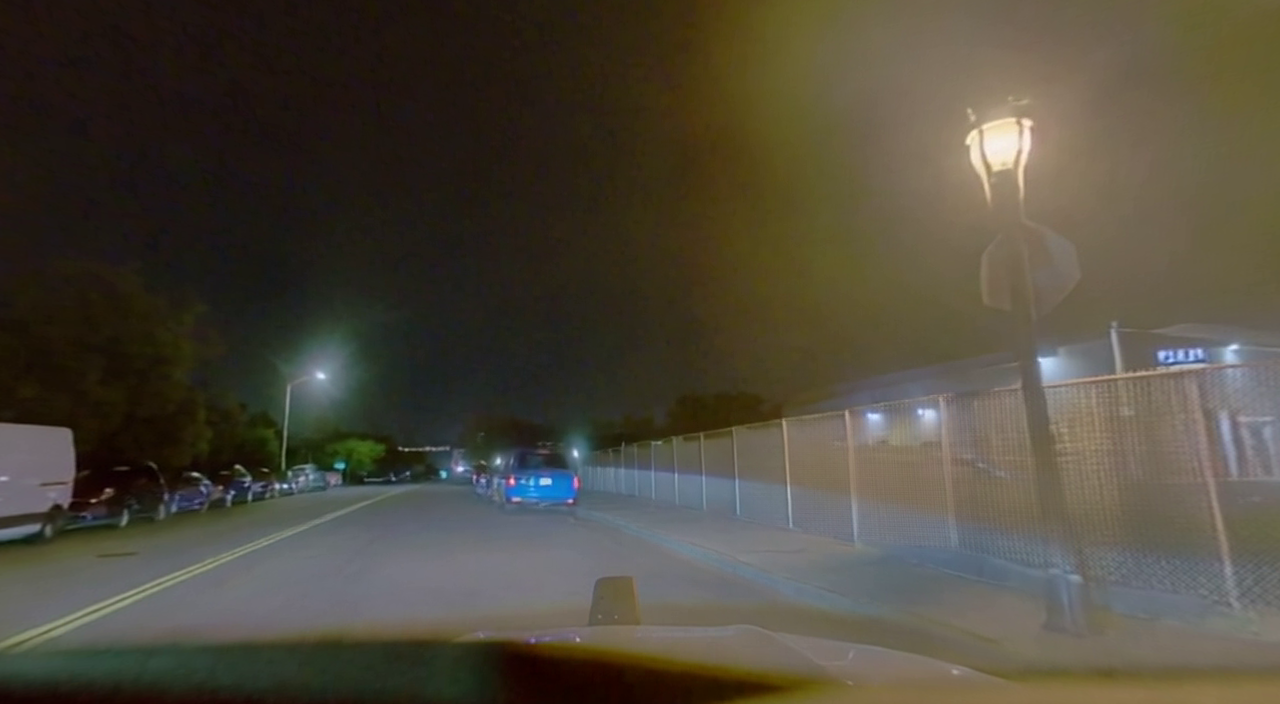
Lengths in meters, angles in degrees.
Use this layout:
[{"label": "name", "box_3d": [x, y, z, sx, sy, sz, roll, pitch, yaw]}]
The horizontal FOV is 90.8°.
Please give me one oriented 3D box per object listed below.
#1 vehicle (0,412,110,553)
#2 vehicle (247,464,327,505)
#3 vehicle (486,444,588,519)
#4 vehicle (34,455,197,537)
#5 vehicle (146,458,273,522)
[{"label": "vehicle", "box_3d": [-12.286, 2.478, 11.420, 2.435, 2.308, 4.937, -2, -11, -19]}, {"label": "vehicle", "box_3d": [-19.008, 7.104, 34.348, 2.504, 1.919, 5.658, 3, -10, -16]}, {"label": "vehicle", "box_3d": [-3.524, 4.074, 20.497, 2.327, 2.021, 5.850, 3, -10, -18]}, {"label": "vehicle", "box_3d": [-14.018, 3.805, 17.237, 1.857, 1.908, 4.081, 3, -10, -18]}, {"label": "vehicle", "box_3d": [-15.846, 5.023, 23.711, 2.304, 1.937, 5.720, 1, -9, -18]}]
